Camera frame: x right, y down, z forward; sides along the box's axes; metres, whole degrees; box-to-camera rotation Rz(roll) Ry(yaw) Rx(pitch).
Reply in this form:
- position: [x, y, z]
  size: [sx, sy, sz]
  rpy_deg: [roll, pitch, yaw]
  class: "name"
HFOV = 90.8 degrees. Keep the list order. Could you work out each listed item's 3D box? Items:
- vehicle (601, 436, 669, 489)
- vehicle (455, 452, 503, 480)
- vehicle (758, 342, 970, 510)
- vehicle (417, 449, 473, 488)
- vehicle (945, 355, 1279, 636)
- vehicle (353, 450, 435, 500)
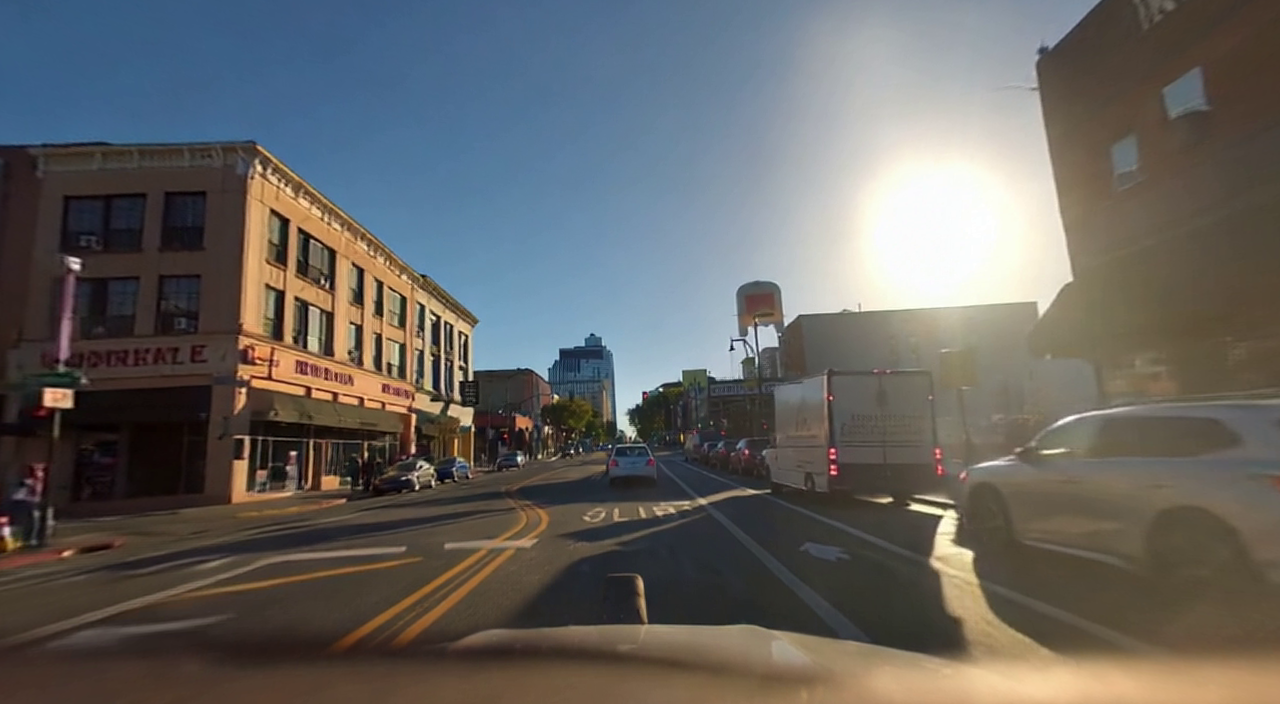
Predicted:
- position: [-0.171, 3.715, 21.578]
  size: [2.086, 1.575, 4.205]
  rpy_deg: [0, -8, 0]
  class: "vehicle"
- position: [-11.135, 7.882, 43.947]
  size: [1.920, 1.498, 4.591]
  rpy_deg: [-5, -6, 2]
  class: "vehicle"
- position: [5.424, 2.081, 17.130]
  size: [2.893, 3.553, 7.295]
  rpy_deg: [0, -8, -1]
  class: "vehicle"
- position: [-11.420, 6.813, 37.348]
  size: [1.872, 1.731, 4.656]
  rpy_deg: [-4, -6, -2]
  class: "vehicle"
- position: [5.587, 1.235, 6.043]
  size: [2.367, 1.917, 5.810]
  rpy_deg: [0, -8, -1]
  class: "vehicle"
- position: [-11.303, 5.644, 29.410]
  size: [2.055, 1.685, 4.370]
  rpy_deg: [-6, -6, -1]
  class: "vehicle"
